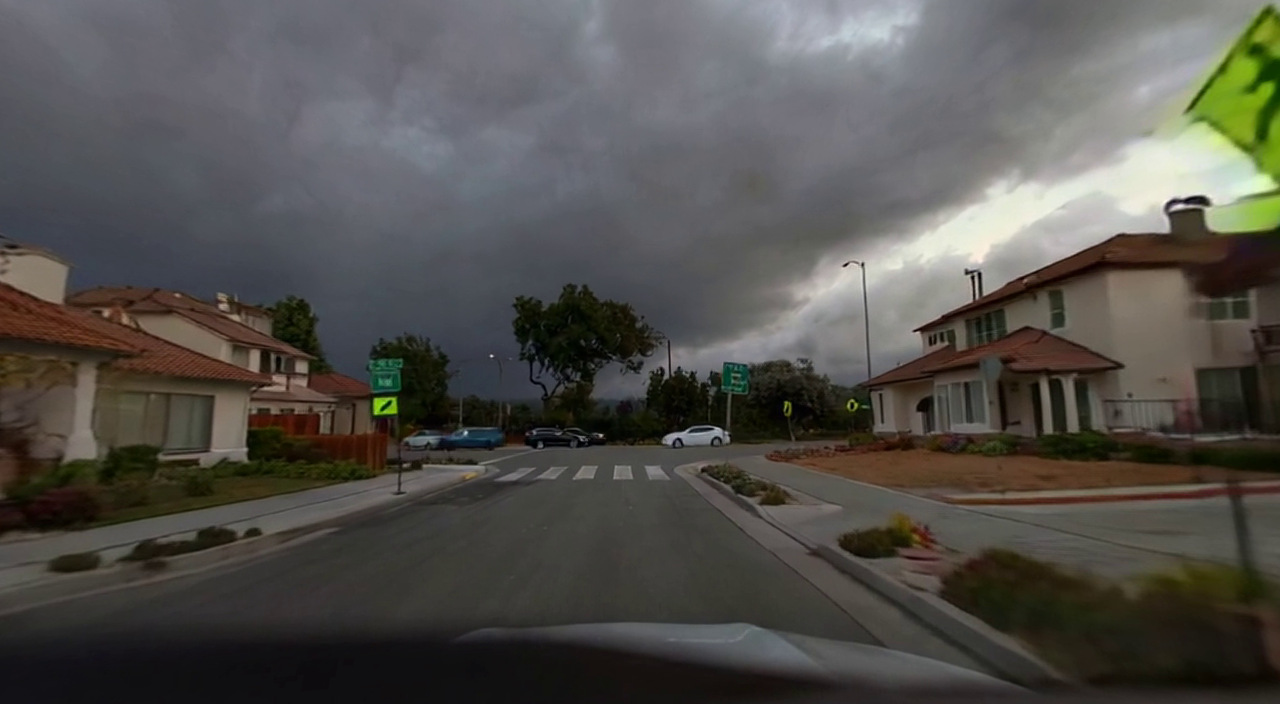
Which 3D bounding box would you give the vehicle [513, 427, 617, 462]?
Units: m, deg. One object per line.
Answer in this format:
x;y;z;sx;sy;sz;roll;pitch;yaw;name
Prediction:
-4.074;5.030;34.321;5.181;1.768;2.139;4;-8;-26;vehicle

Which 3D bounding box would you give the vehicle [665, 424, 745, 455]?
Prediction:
4.312;5.732;41.641;4.863;1.953;2.022;3;-8;-25;vehicle

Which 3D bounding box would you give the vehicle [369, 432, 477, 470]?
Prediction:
-10.255;4.681;30.008;4.639;1.700;2.002;2;-8;-17;vehicle
